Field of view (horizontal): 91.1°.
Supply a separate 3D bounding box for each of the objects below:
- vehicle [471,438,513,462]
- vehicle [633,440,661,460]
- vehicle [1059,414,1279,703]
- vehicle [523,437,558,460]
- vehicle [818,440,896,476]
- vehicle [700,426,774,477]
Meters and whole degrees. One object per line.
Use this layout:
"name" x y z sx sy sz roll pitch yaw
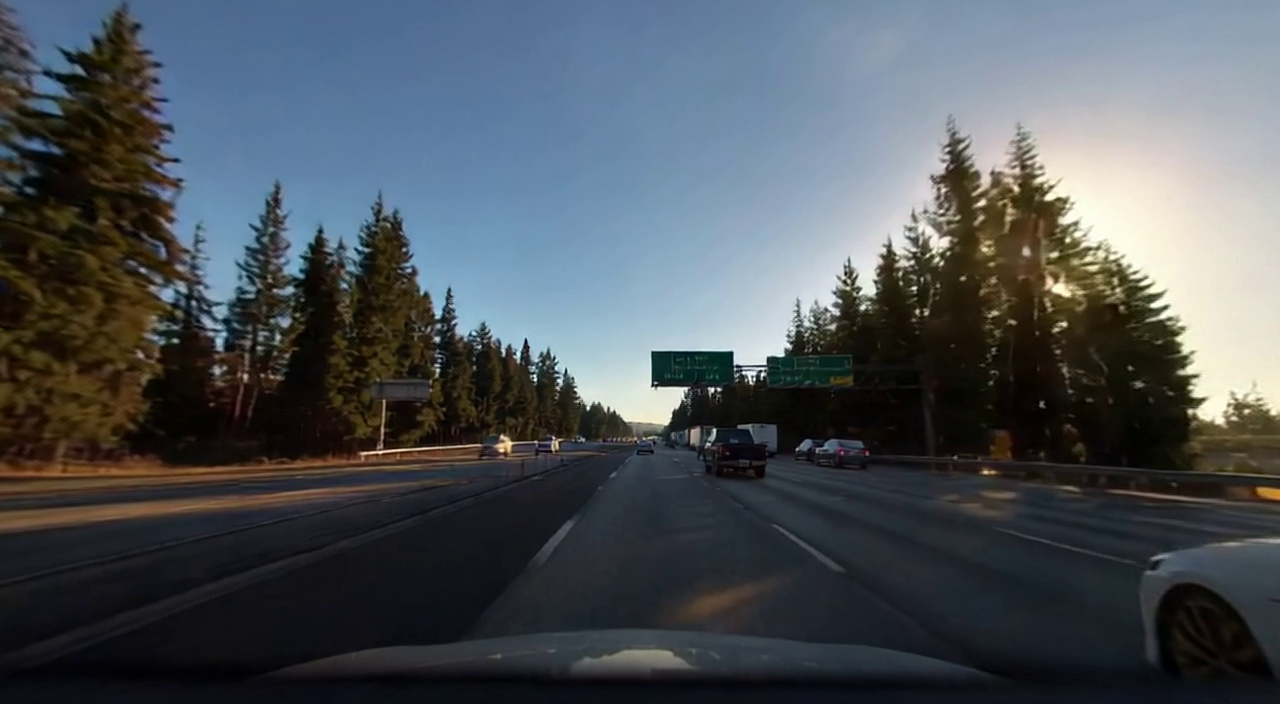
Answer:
"vehicle" -11.183 7.388 47.641 2.040 1.698 4.468 0 -8 0
"vehicle" 0.555 7.489 48.218 2.052 1.472 4.295 0 -8 0
"vehicle" 3.406 0.798 1.229 1.904 1.453 4.789 0 -8 1
"vehicle" -7.622 7.465 48.617 1.980 1.702 4.285 0 -8 1
"vehicle" 9.819 4.805 28.820 2.002 1.500 4.715 0 -8 1
"vehicle" 3.916 4.156 26.419 2.206 1.902 5.460 0 -8 0
